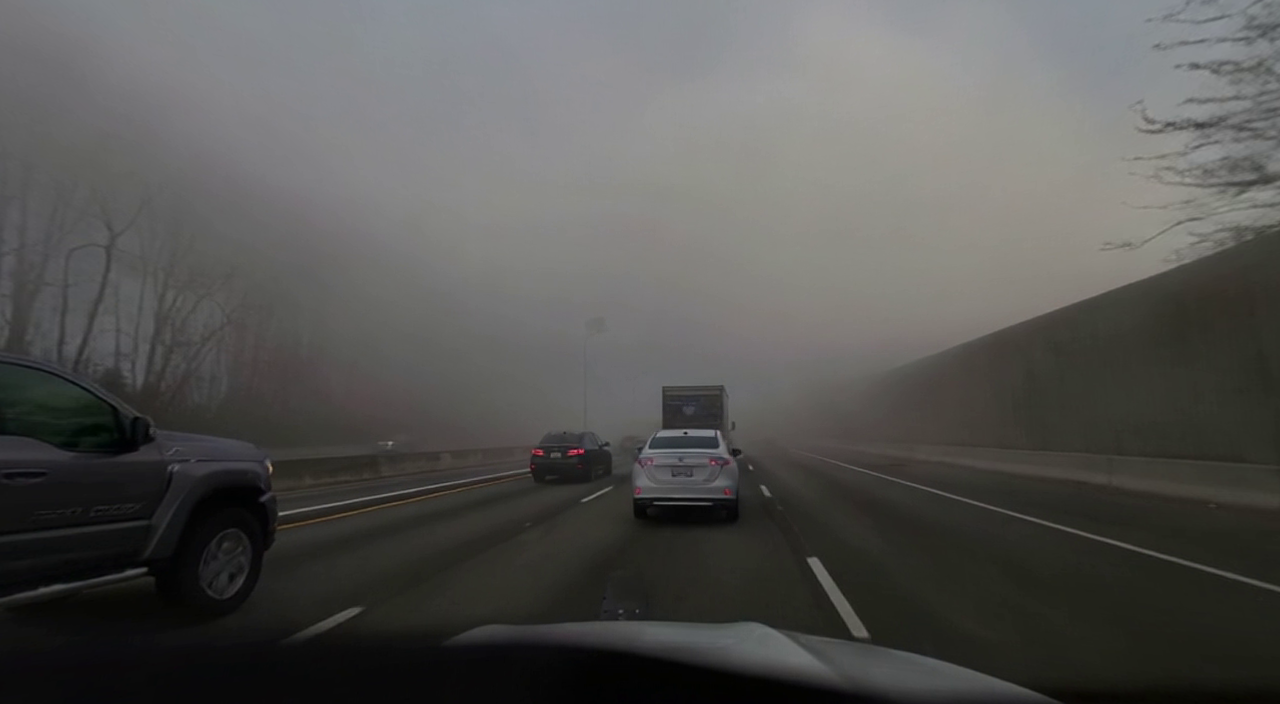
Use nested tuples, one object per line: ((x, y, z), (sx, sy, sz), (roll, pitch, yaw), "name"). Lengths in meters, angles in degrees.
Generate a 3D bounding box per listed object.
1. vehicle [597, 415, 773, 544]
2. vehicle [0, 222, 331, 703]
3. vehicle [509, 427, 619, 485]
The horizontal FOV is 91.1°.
((0.845, 1.783, 9.580), (2.089, 1.485, 4.153), (-1, -8, 9), "vehicle")
((-4.462, 0.548, 3.080), (2.386, 2.435, 5.831), (-1, -8, 7), "vehicle")
((-2.044, 2.965, 18.347), (2.087, 1.457, 4.313), (-1, -8, 9), "vehicle")
